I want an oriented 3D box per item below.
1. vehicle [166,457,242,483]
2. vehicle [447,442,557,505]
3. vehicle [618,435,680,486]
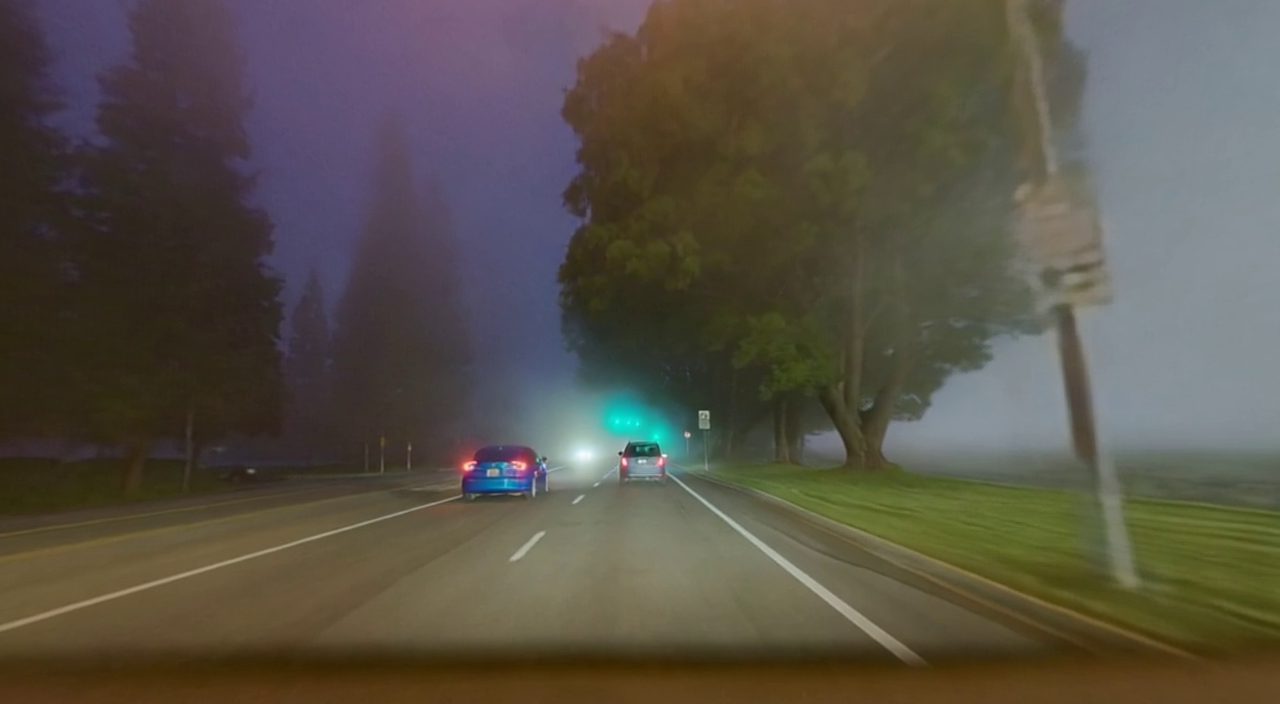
[{"bbox_3d":[-28.017,7.567,40.592,1.826,1.464,4.533,0,-9,-3],"label":"vehicle"},{"bbox_3d":[-3.531,3.176,16.919,2.036,1.447,4.044,0,-9,0],"label":"vehicle"},{"bbox_3d":[0.271,4.205,24.676,2.215,1.799,4.426,0,-9,-1],"label":"vehicle"}]
